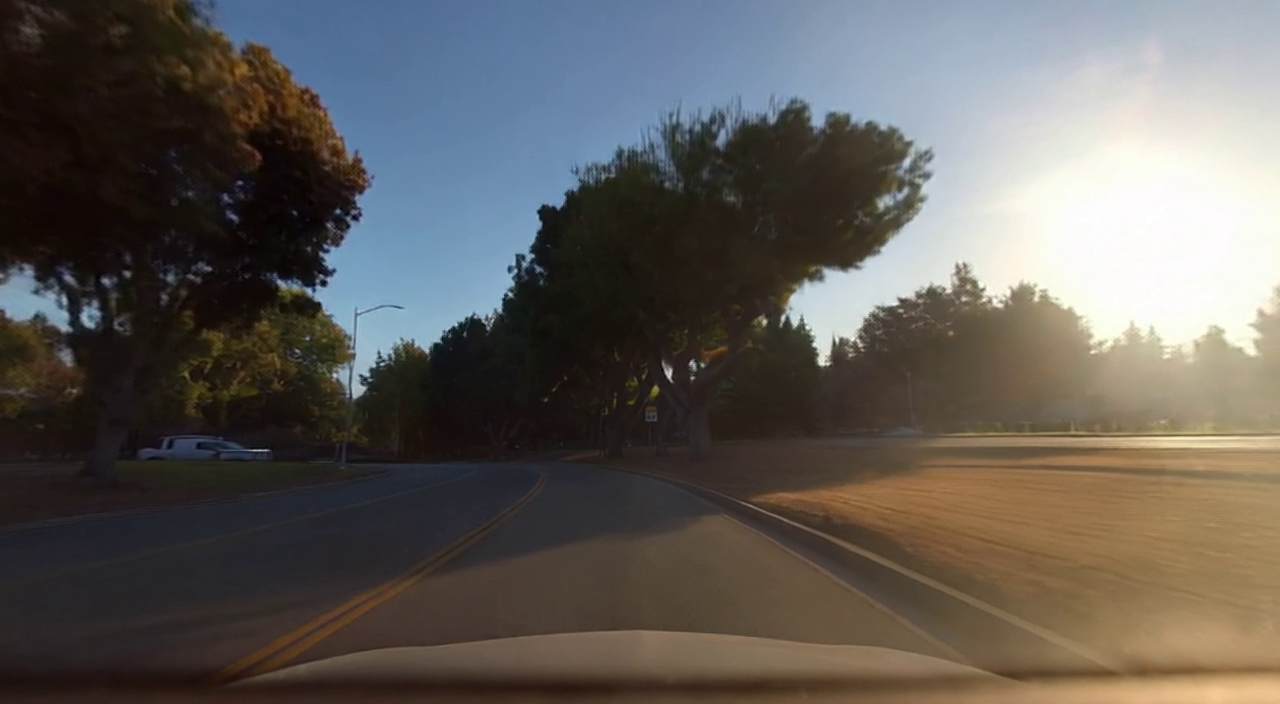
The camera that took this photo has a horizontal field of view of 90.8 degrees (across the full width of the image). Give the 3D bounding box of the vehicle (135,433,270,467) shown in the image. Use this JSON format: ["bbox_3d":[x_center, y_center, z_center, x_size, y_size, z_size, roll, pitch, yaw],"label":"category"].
[{"bbox_3d":[-24.388,5.495,35.473,5.613,1.775,2.357,1,-8,-9],"label":"vehicle"}]
